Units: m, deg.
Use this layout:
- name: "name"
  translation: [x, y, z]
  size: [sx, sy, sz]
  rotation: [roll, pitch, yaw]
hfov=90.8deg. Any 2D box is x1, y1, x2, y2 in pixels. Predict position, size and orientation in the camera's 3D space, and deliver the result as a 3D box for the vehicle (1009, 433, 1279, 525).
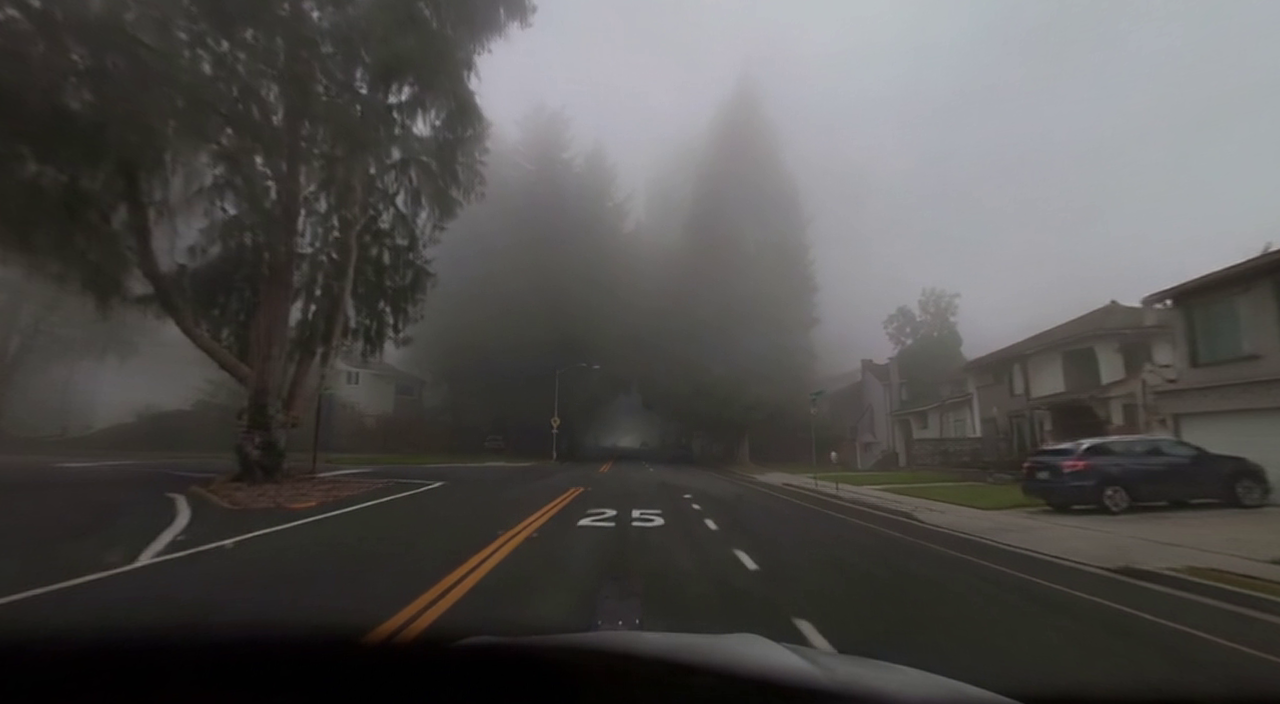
- name: "vehicle"
  translation: [10.811, 2.670, 13.609]
  size: [4.453, 1.590, 1.861]
  rotation: [-3, -6, 2]
